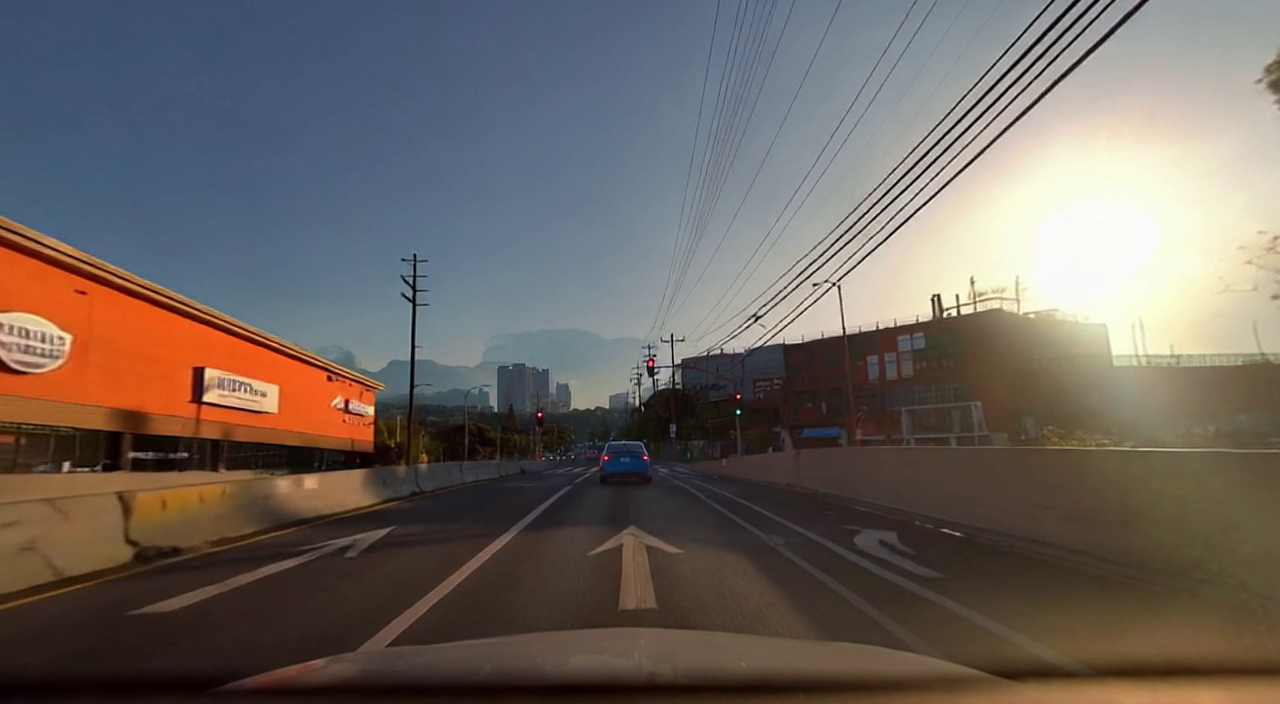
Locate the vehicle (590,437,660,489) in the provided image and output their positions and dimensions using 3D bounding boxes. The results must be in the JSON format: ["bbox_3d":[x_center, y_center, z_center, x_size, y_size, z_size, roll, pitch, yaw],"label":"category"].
[{"bbox_3d":[-0.508,3.648,21.115,2.123,1.566,3.662,0,-8,-1],"label":"vehicle"}]
